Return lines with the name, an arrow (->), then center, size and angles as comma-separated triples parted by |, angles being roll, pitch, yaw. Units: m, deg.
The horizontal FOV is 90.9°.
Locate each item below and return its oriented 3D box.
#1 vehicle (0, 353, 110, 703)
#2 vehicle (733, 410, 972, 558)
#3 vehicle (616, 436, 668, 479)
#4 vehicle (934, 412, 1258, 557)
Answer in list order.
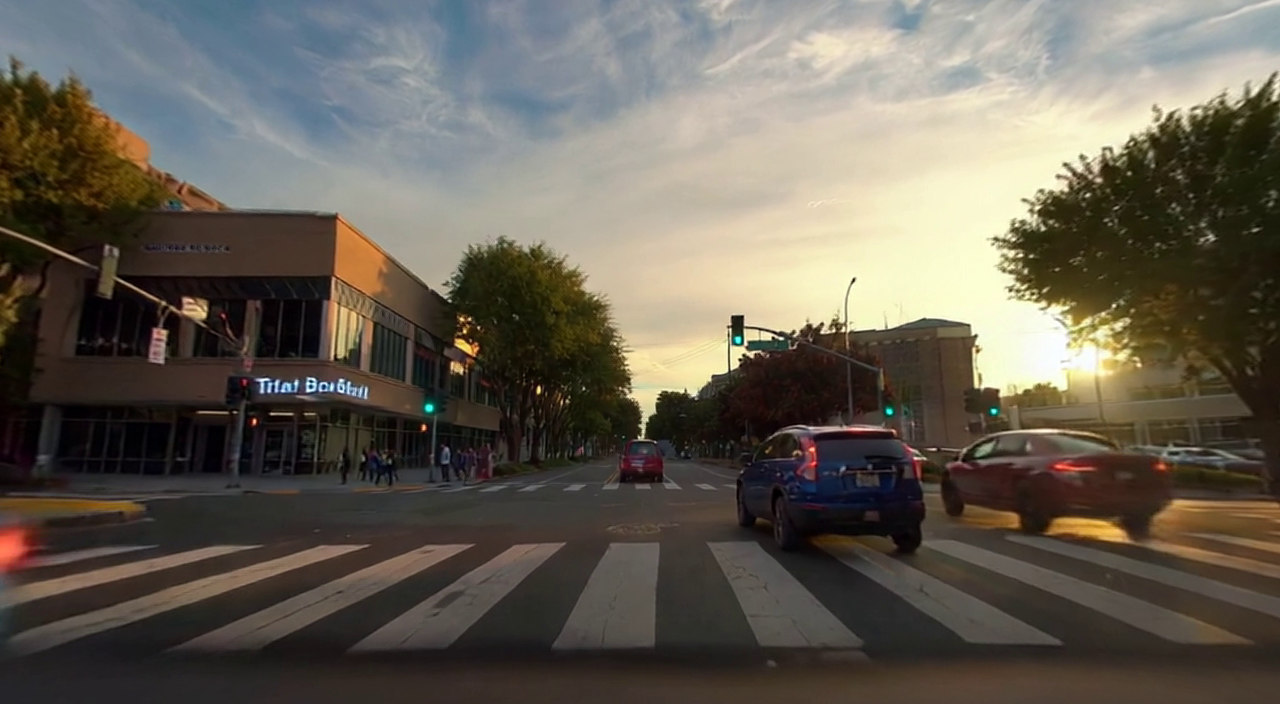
vehicle -> -3.602, 0.613, 0.937 | 1.961, 1.658, 4.064 | -1, -8, 2
vehicle -> 2.877, 1.914, 9.914 | 2.048, 1.725, 4.754 | 0, -8, 0
vehicle -> -0.001, 5.262, 31.779 | 2.390, 1.948, 5.344 | 0, -8, -2
vehicle -> 6.342, 1.862, 9.529 | 1.792, 1.682, 4.089 | 0, -8, 0
